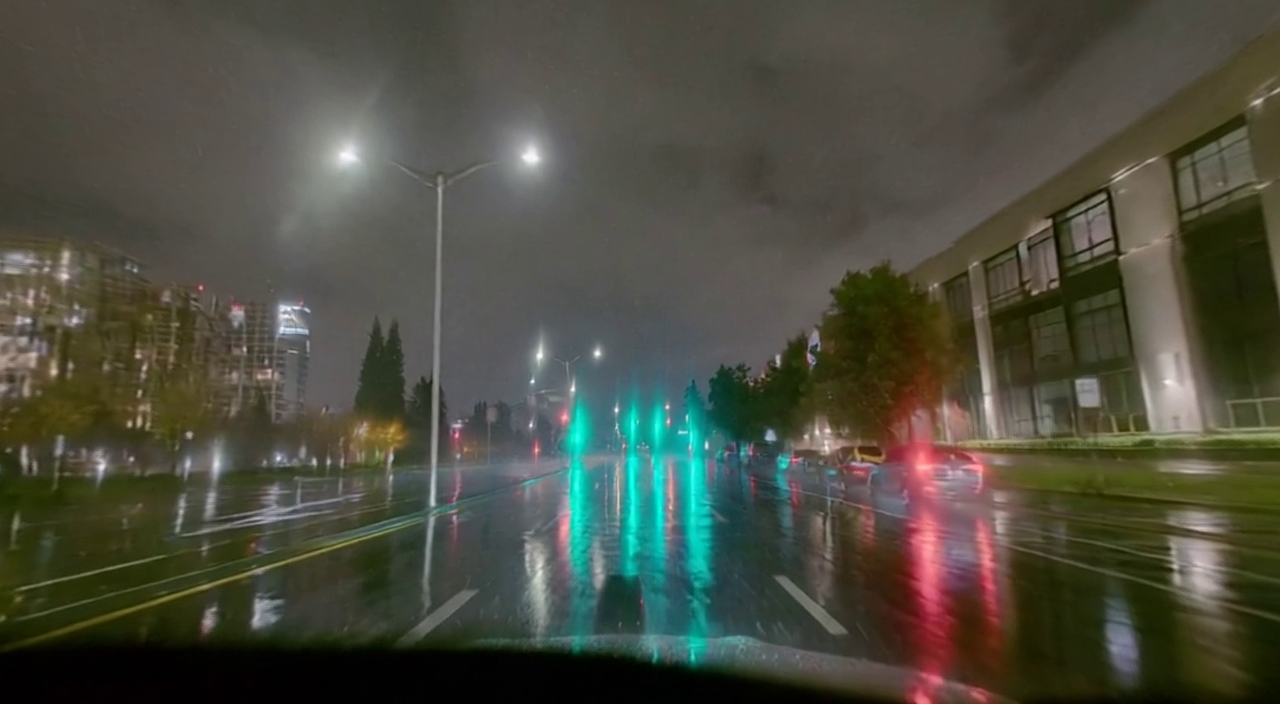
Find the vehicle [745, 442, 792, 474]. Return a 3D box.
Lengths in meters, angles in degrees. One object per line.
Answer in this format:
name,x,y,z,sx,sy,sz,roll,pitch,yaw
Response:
vehicle,7.582,6.313,37.842,1.939,1.761,4.711,0,-8,1

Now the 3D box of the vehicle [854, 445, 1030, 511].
vehicle,7.494,3.135,16.377,2.066,1.451,4.783,0,-8,-2
